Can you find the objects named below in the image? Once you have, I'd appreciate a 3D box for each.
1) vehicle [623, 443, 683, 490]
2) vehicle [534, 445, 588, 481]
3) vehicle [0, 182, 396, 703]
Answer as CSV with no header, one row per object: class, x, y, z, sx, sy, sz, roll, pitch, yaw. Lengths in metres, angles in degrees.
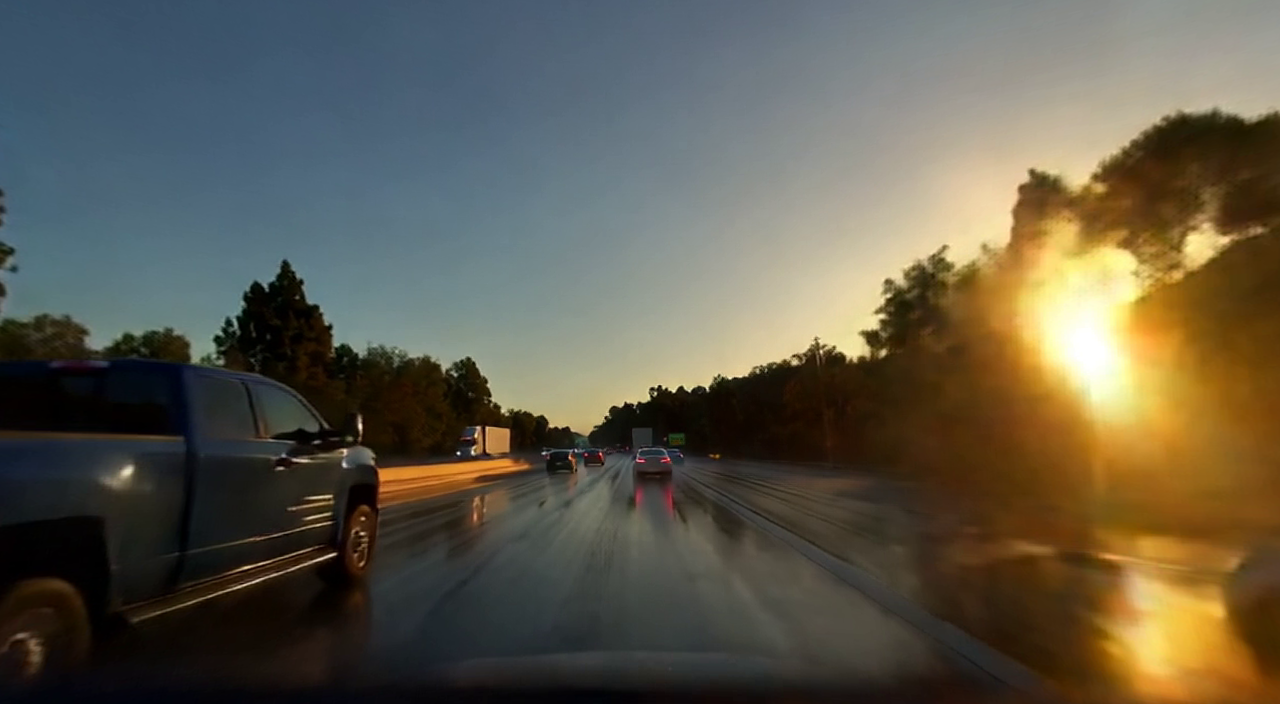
vehicle,0.424,4.200,23.290,2.015,1.526,4.286,0,-9,-1
vehicle,-3.644,5.184,29.560,1.940,1.502,4.463,0,-9,1
vehicle,-4.031,0.718,4.011,2.523,2.458,6.022,0,-9,-1
